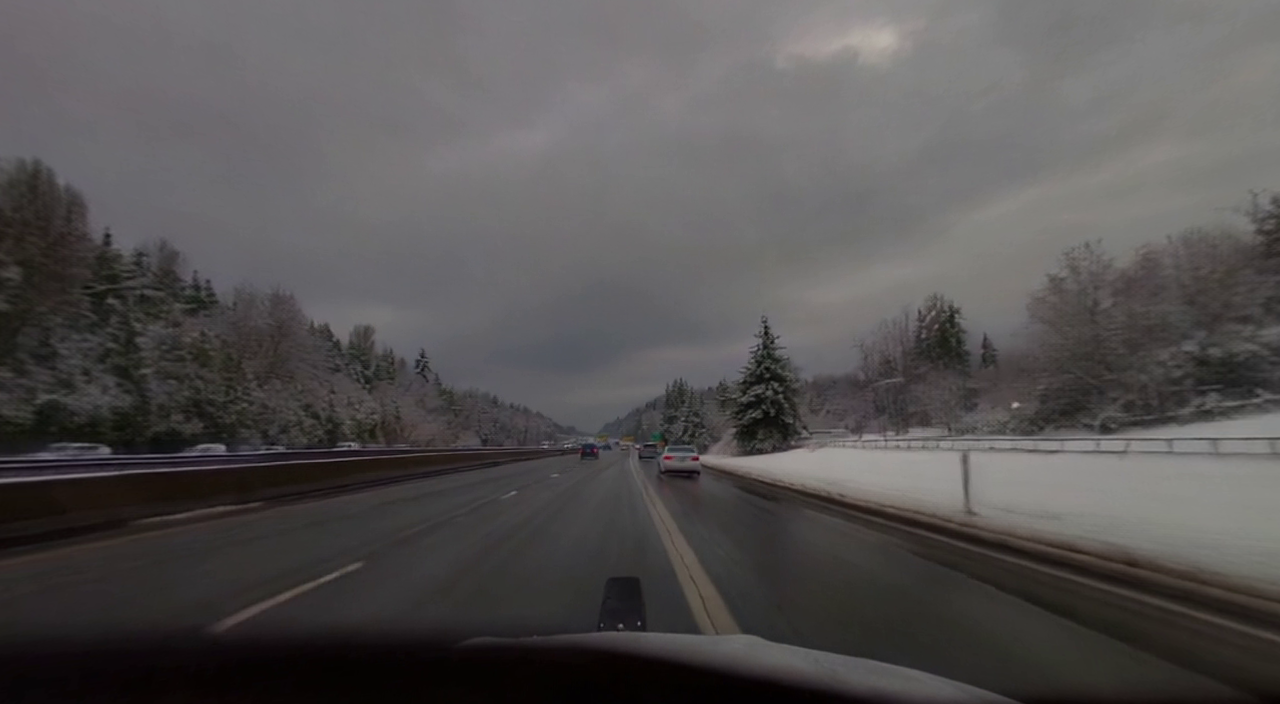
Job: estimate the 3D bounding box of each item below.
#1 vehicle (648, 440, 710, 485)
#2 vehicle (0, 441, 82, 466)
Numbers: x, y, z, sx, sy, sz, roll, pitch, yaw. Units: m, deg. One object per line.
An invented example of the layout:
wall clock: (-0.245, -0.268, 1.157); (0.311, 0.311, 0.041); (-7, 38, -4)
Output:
vehicle: (1.328, 4.010, 23.100); (1.960, 1.456, 3.818); (0, -9, -1)
vehicle: (-37.301, 6.315, 39.247); (1.768, 1.444, 3.802); (0, -9, -5)
